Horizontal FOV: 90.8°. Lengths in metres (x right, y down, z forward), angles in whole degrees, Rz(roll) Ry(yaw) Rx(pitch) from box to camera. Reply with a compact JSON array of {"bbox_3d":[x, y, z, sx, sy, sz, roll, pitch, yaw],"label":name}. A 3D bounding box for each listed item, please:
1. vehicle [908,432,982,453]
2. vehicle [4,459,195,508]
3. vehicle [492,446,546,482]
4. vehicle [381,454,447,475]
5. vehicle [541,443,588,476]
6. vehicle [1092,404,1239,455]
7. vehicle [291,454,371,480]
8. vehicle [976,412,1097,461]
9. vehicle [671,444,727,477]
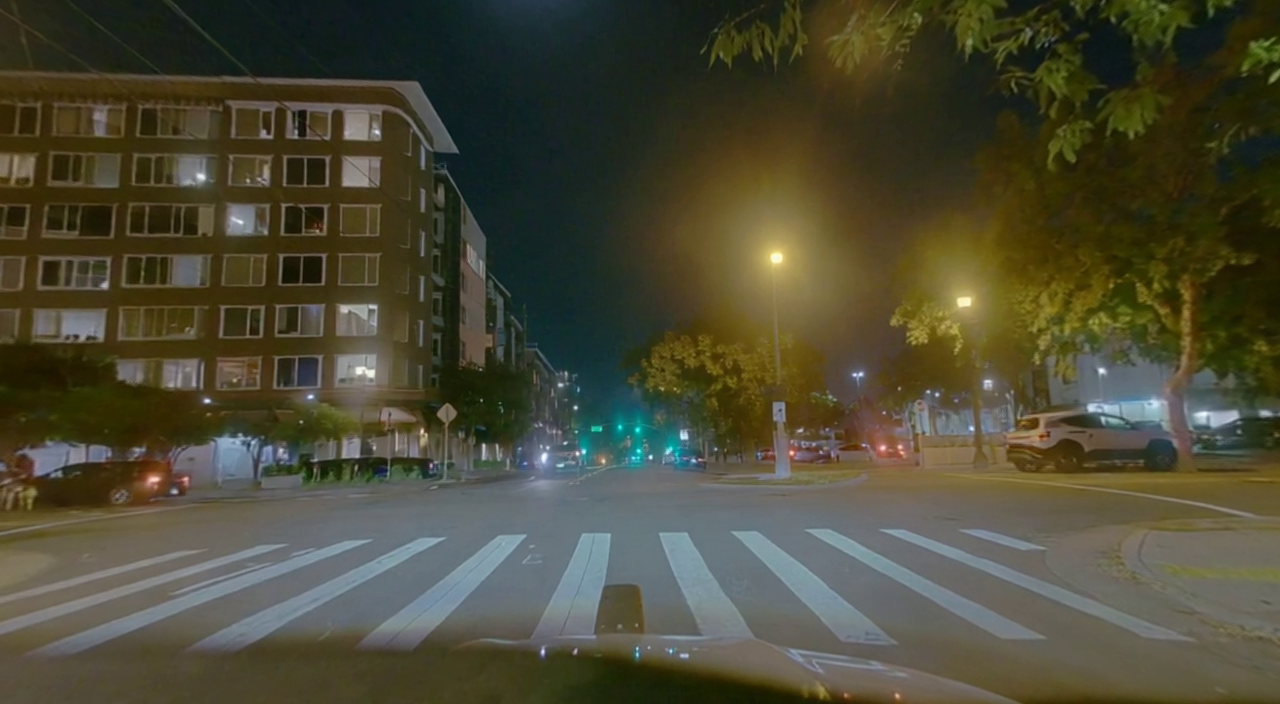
[{"bbox_3d":[23.016,6.855,47.822,4.528,1.475,2.070,0,-8,3],"label":"vehicle"},{"bbox_3d":[-17.316,4.212,20.408,4.439,1.448,1.793,0,-9,0],"label":"vehicle"},{"bbox_3d":[-7.614,7.050,40.302,2.193,1.814,5.061,-9,-9,0],"label":"vehicle"},{"bbox_3d":[-16.911,8.427,47.404,4.203,1.544,1.889,0,-8,1],"label":"vehicle"},{"bbox_3d":[-4.447,6.371,37.714,2.102,1.768,4.290,-1,-9,3],"label":"vehicle"},{"bbox_3d":[22.304,3.401,27.180,2.137,1.962,4.988,-1,-9,3],"label":"vehicle"},{"bbox_3d":[-23.204,8.632,47.539,4.844,1.836,2.117,-1,-8,5],"label":"vehicle"},{"bbox_3d":[16.743,3.659,27.033,2.041,1.921,4.574,0,-9,-2],"label":"vehicle"},{"bbox_3d":[3.196,5.696,33.498,1.942,1.603,3.785,-2,-8,22],"label":"vehicle"}]
